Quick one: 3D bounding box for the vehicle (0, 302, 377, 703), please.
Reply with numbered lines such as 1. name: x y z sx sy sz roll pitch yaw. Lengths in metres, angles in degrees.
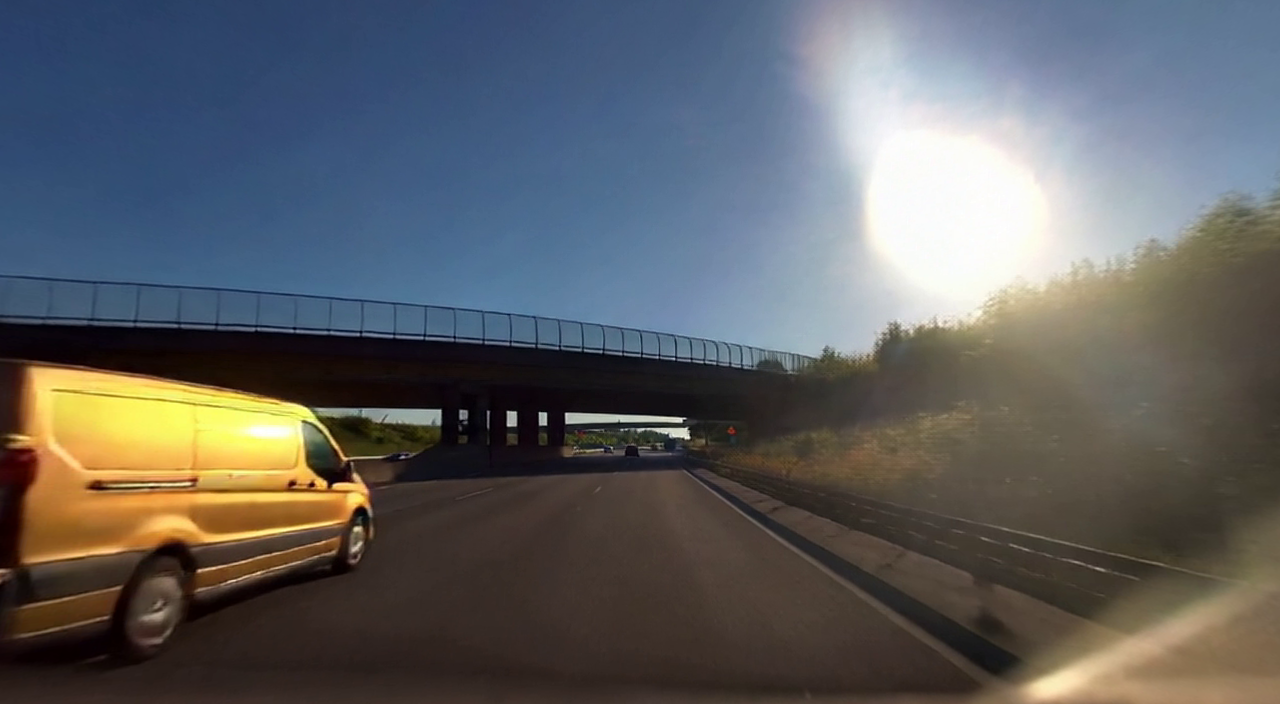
1. vehicle: -4.038 0.984 4.409 2.167 1.929 5.037 0 -9 0
